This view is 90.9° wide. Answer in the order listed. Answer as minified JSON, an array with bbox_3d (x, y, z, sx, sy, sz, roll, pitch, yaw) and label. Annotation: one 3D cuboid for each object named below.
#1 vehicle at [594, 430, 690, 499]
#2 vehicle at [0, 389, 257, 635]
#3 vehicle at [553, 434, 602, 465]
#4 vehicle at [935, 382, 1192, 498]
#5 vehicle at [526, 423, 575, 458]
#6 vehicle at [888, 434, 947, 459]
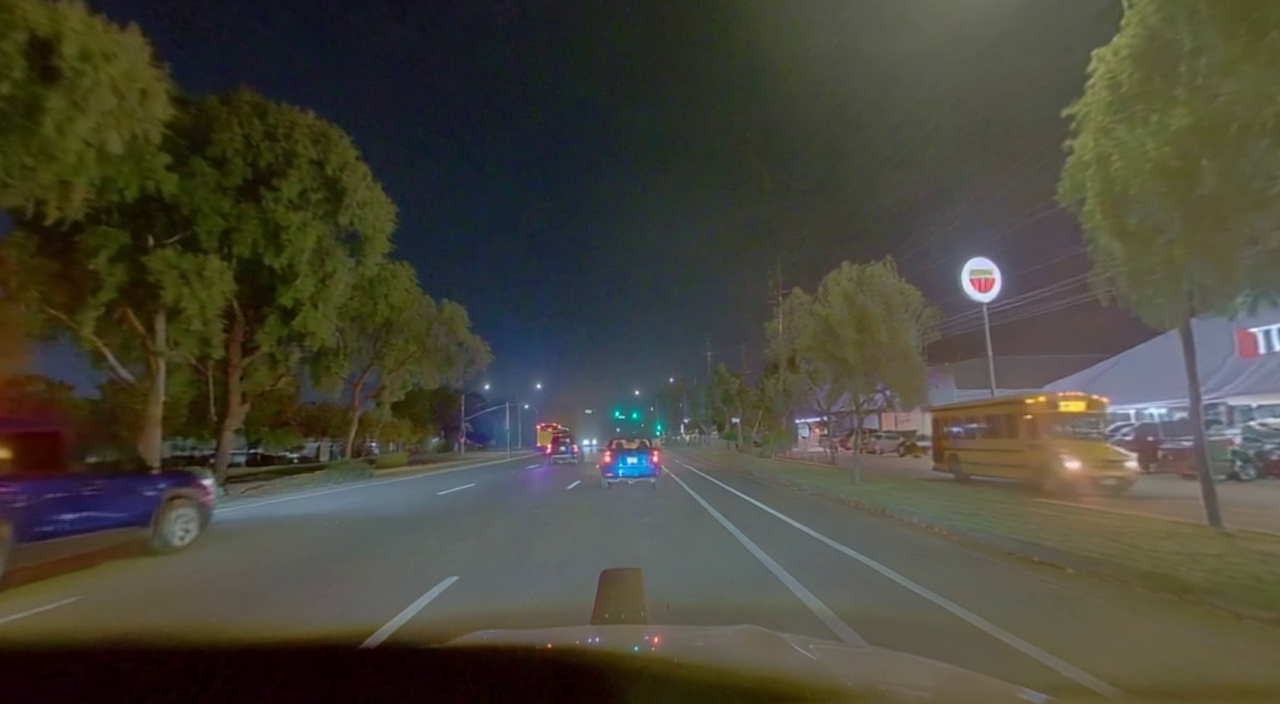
[{"bbox_3d":[-0.004,2.804,16.035,2.123,1.498,4.226,0,-9,-1],"label":"vehicle"},{"bbox_3d":[-5.637,1.283,5.391,2.016,1.748,4.525,0,-9,-3],"label":"vehicle"},{"bbox_3d":[-3.462,5.509,35.770,2.148,1.636,4.199,-1,-9,2],"label":"vehicle"},{"bbox_3d":[11.378,2.510,17.908,2.754,2.711,6.196,0,-9,-2],"label":"vehicle"},{"bbox_3d":[-6.960,7.046,49.919,2.485,2.556,6.363,-1,-9,4],"label":"vehicle"},{"bbox_3d":[17.863,6.124,40.830,1.694,1.451,4.505,0,-9,0],"label":"vehicle"}]
